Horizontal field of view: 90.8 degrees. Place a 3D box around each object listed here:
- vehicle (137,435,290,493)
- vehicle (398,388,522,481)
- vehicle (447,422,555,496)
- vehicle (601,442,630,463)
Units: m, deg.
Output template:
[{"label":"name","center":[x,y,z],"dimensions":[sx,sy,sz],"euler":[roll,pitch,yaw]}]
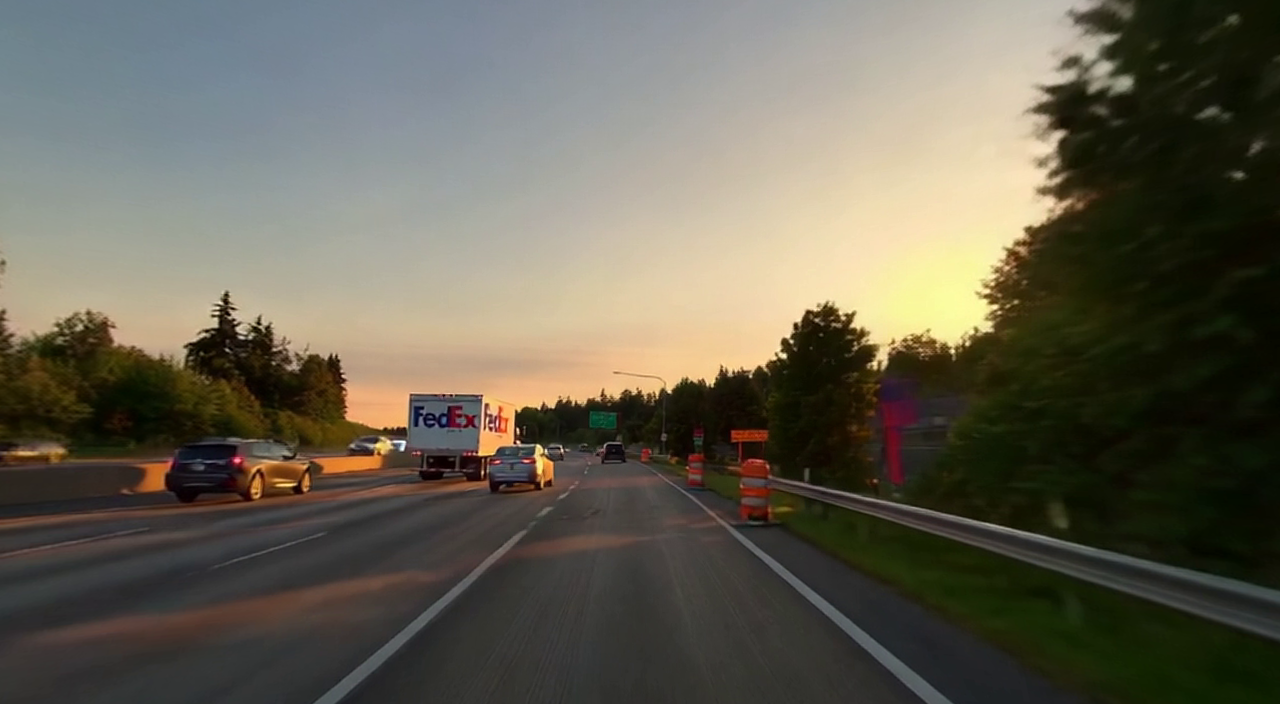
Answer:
[{"label":"vehicle","center":[-13.788,3.627,20.848],"dimensions":[2.018,1.668,4.409],"euler":[0,-8,-1]},{"label":"vehicle","center":[-7.120,3.538,26.543],"dimensions":[2.870,3.266,8.589],"euler":[0,-8,-1]},{"label":"vehicle","center":[-3.878,3.090,18.577],"dimensions":[2.170,1.886,4.628],"euler":[0,-8,-1]},{"label":"vehicle","center":[-1.884,7.474,47.205],"dimensions":[2.043,1.489,3.839],"euler":[1,-9,-4]}]
